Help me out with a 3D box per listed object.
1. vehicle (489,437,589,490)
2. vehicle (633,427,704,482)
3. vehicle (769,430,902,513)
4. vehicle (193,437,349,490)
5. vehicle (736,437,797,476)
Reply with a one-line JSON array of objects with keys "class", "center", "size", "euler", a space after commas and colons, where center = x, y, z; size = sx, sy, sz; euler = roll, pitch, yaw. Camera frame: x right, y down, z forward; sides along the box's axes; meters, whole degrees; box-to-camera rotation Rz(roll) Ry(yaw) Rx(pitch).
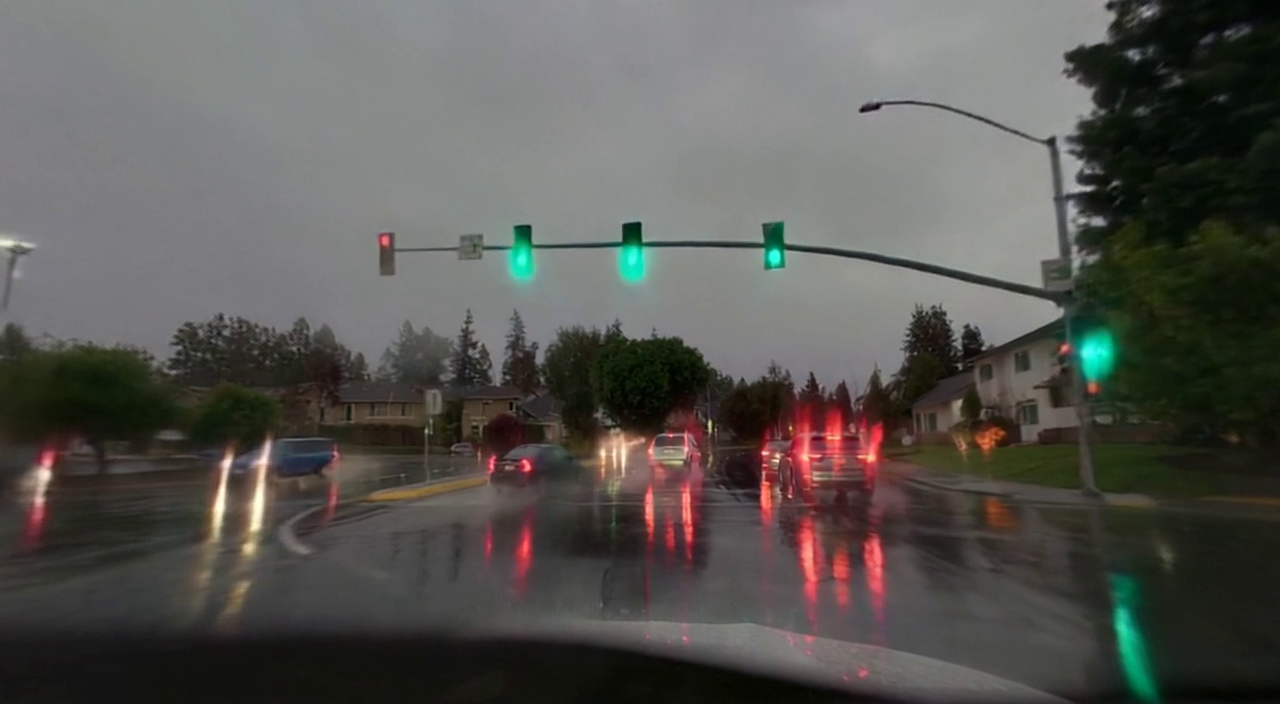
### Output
[{"class": "vehicle", "center": [-3.003, 3.459, 19.922], "size": [2.006, 1.464, 4.586], "euler": [-1, -9, 5]}, {"class": "vehicle", "center": [1.146, 3.714, 23.008], "size": [2.250, 1.768, 4.574], "euler": [-1, -9, 6]}, {"class": "vehicle", "center": [4.039, 2.516, 13.654], "size": [1.859, 1.540, 3.454], "euler": [-1, -9, 2]}, {"class": "vehicle", "center": [-11.767, 3.581, 20.572], "size": [2.009, 1.527, 4.534], "euler": [-1, -9, 6]}, {"class": "vehicle", "center": [5.239, 4.402, 26.683], "size": [2.117, 1.472, 4.158], "euler": [-1, -9, 6]}]
